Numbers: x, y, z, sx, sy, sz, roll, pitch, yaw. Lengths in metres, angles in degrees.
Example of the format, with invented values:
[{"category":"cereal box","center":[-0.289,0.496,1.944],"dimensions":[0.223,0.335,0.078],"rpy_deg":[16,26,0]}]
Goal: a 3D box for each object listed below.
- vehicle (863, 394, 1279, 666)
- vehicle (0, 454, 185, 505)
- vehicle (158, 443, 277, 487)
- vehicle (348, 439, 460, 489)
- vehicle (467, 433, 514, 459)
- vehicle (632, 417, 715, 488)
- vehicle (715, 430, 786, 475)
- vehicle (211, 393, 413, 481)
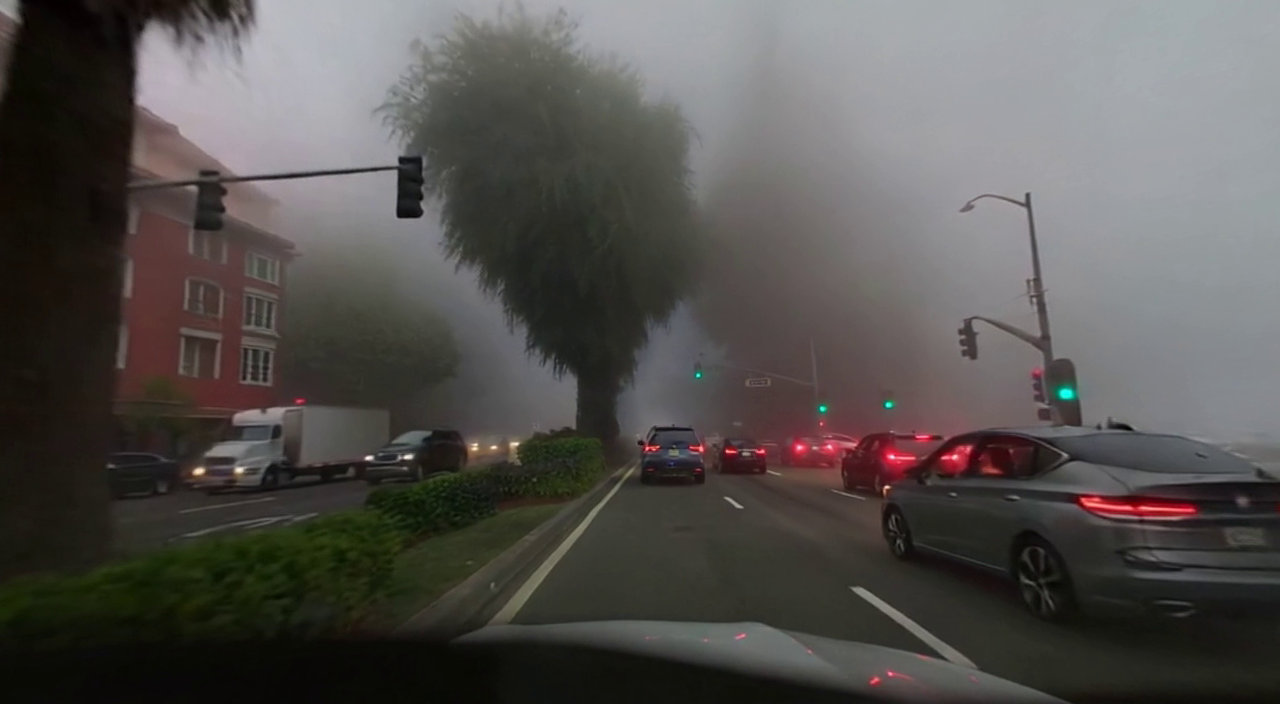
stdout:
[{"category":"vehicle","center":[3.921,1.414,6.088],"dimensions":[1.993,1.645,4.350],"rpy_deg":[0,-9,1]},{"category":"vehicle","center":[-18.542,4.284,21.669],"dimensions":[2.070,1.499,4.851],"rpy_deg":[-1,-9,3]},{"category":"vehicle","center":[-18.110,4.841,27.324],"dimensions":[1.965,1.747,4.461],"rpy_deg":[0,-9,1]},{"category":"vehicle","center":[-7.983,3.818,21.818],"dimensions":[2.101,1.538,4.253],"rpy_deg":[-1,-9,2]},{"category":"vehicle","center":[-10.687,6.739,45.337],"dimensions":[2.097,1.759,4.416],"rpy_deg":[-1,-9,3]},{"category":"vehicle","center":[1.106,3.468,21.928],"dimensions":[2.487,2.115,5.444],"rpy_deg":[-1,-9,2]},{"category":"vehicle","center":[4.673,4.351,27.477],"dimensions":[2.283,1.738,4.916],"rpy_deg":[0,-9,1]},{"category":"vehicle","center":[-14.868,4.185,30.437],"dimensions":[3.100,3.378,11.784],"rpy_deg":[-1,-9,2]}]
